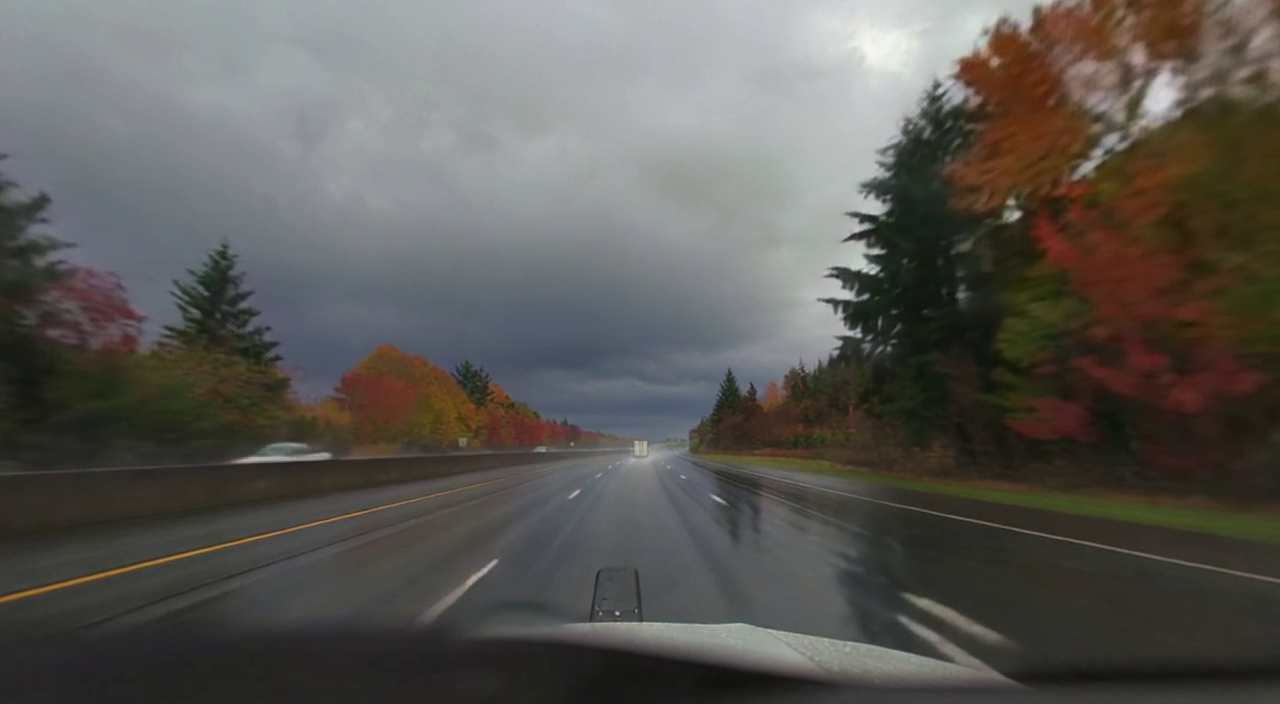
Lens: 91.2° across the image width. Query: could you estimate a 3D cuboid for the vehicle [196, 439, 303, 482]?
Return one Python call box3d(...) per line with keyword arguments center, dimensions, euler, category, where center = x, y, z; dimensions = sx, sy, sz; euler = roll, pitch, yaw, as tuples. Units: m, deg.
box3d(center=(-17.553, 4.889, 28.496), dimensions=(1.977, 1.749, 4.318), euler=(-1, -9, 1), category="vehicle")
